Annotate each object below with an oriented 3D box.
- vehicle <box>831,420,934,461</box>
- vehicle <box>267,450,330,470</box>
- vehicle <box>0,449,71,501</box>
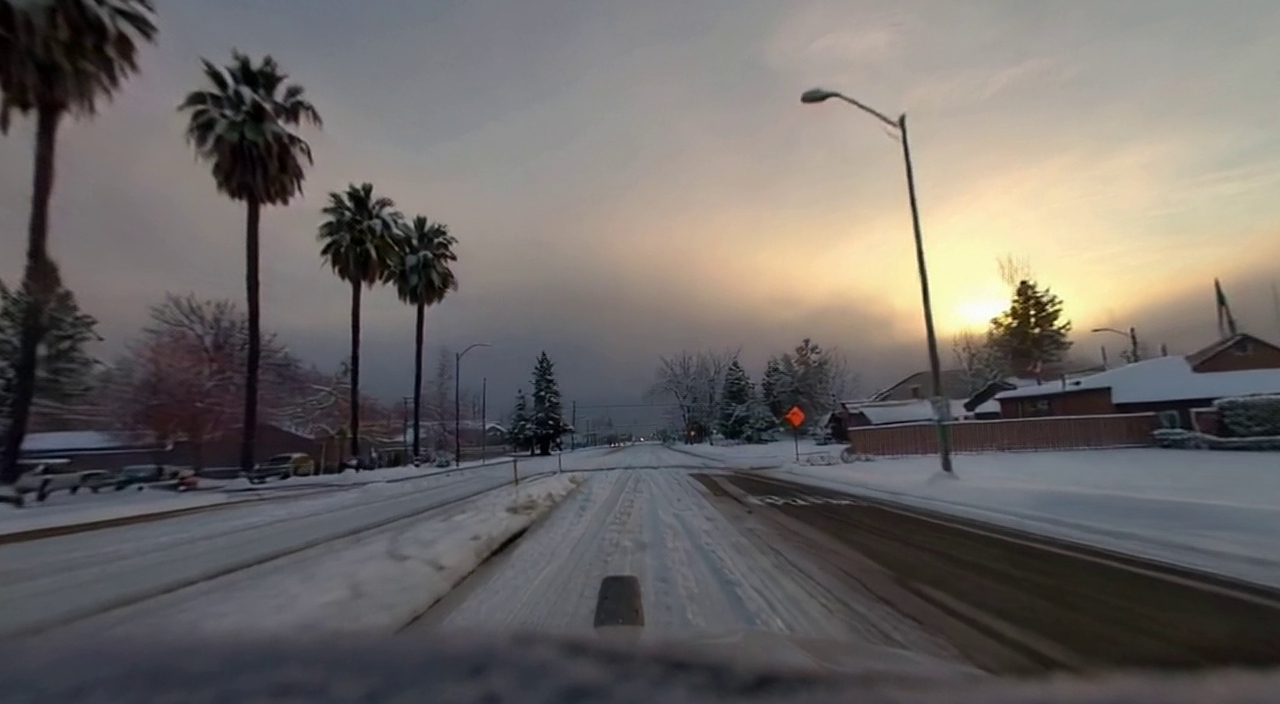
[{"bbox_3d":[12.846,4.726,33.485,4.963,2.031,2.132,4,-10,-23],"label":"vehicle"},{"bbox_3d":[-25.928,8.173,47.966,4.452,1.466,1.910,-5,-10,27],"label":"vehicle"},{"bbox_3d":[-26.041,5.145,25.995,5.622,1.769,2.331,-9,-7,31],"label":"vehicle"}]
